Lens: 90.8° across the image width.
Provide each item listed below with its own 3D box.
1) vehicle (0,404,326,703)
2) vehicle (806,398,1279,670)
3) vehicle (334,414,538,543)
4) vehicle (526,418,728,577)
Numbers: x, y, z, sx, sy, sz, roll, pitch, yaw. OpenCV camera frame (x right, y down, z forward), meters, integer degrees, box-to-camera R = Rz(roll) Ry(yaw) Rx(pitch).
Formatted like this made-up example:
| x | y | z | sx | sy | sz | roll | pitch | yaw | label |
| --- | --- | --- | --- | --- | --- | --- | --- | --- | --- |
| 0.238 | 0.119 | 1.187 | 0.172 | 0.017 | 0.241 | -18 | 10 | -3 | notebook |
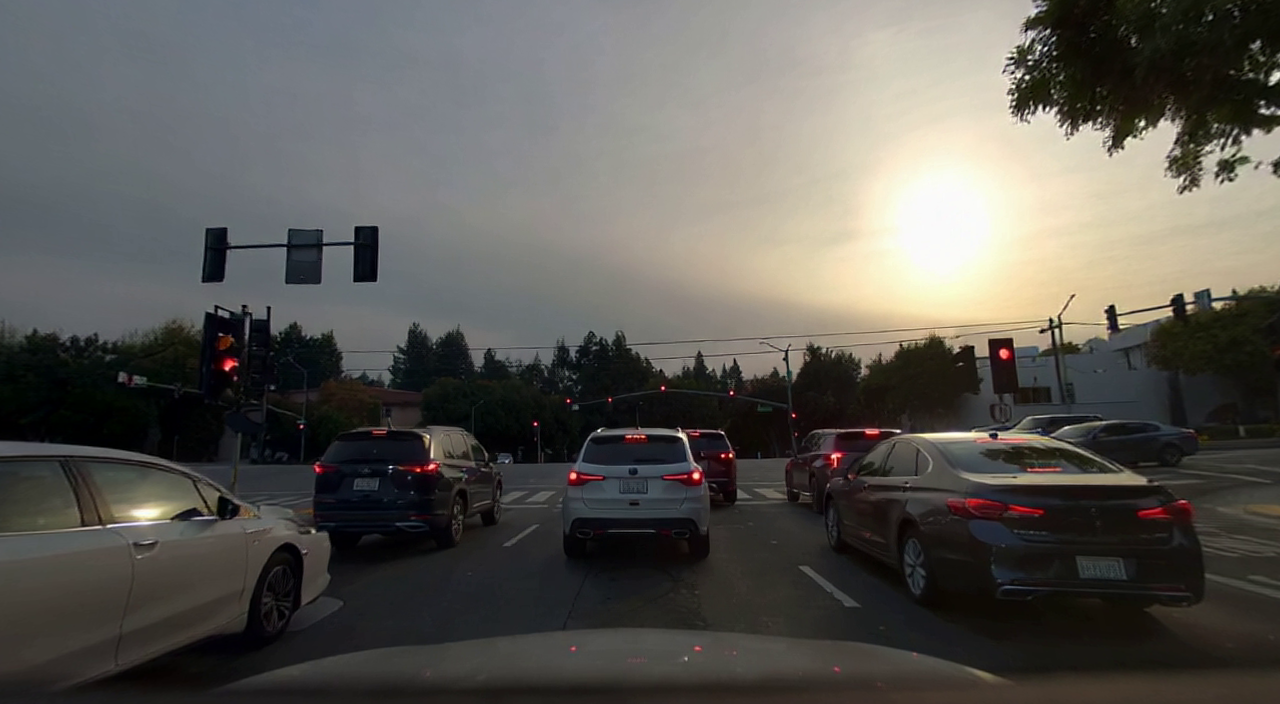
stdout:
| x | y | z | sx | sy | sz | roll | pitch | yaw | label |
| --- | --- | --- | --- | --- | --- | --- | --- | --- | --- |
| -3.352 | 0.947 | 2.356 | 1.863 | 1.495 | 4.667 | 0 | -8 | 2 | vehicle |
| 3.225 | 1.445 | 6.187 | 2.006 | 1.659 | 4.462 | 0 | -8 | 1 | vehicle |
| -3.233 | 2.107 | 11.154 | 2.048 | 1.805 | 4.405 | 0 | -8 | 1 | vehicle |
| -0.100 | 1.802 | 8.546 | 2.106 | 1.655 | 3.717 | 0 | -8 | 1 | vehicle |
